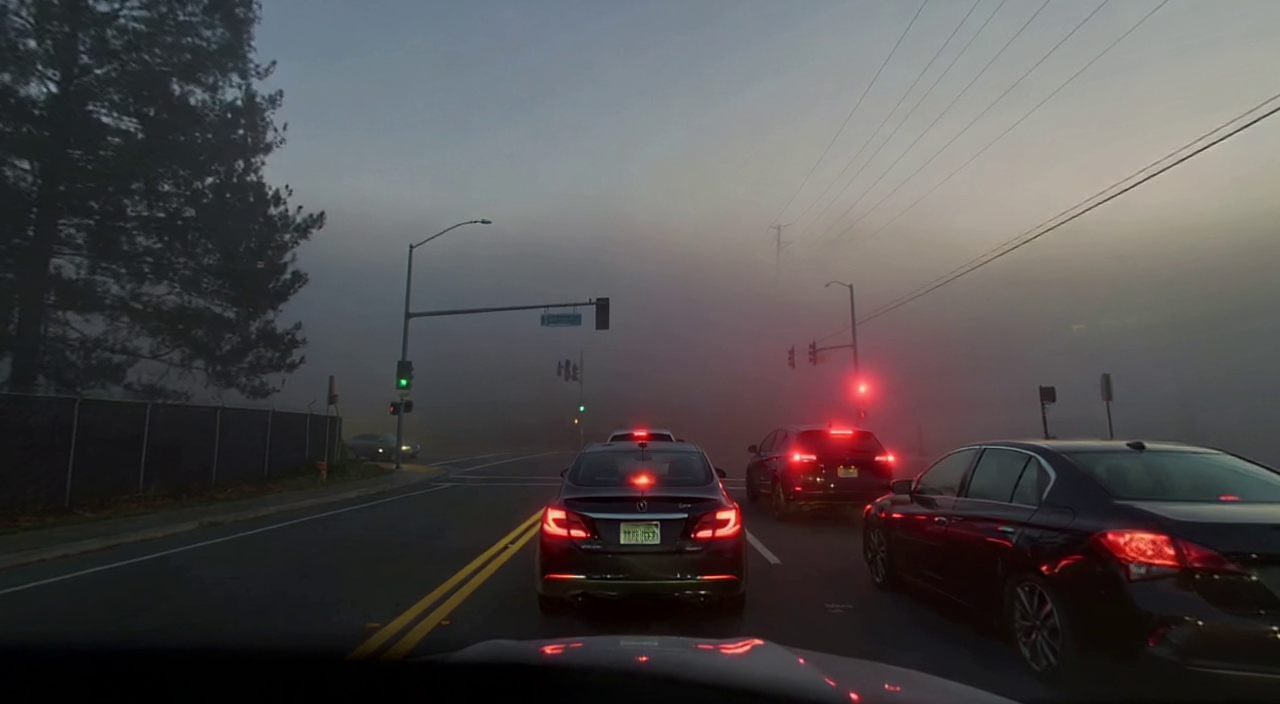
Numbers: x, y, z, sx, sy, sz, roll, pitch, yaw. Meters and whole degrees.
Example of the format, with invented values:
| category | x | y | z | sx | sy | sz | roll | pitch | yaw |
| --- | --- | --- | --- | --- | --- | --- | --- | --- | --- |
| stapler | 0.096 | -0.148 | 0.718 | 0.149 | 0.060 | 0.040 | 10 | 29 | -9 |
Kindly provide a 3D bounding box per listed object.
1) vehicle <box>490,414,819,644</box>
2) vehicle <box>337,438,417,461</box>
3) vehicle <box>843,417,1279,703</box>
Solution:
| category | x | y | z | sx | sy | sz | roll | pitch | yaw |
| --- | --- | --- | --- | --- | --- | --- | --- | --- | --- |
| vehicle | 0.058 | 1.493 | 6.422 | 2.170 | 1.497 | 4.369 | 0 | -8 | -1 |
| vehicle | -17.253 | 6.414 | 41.450 | 4.406 | 1.458 | 1.892 | -1 | -8 | 7 |
| vehicle | 3.079 | 1.241 | 4.128 | 2.027 | 1.432 | 4.431 | 0 | -8 | 0 |
